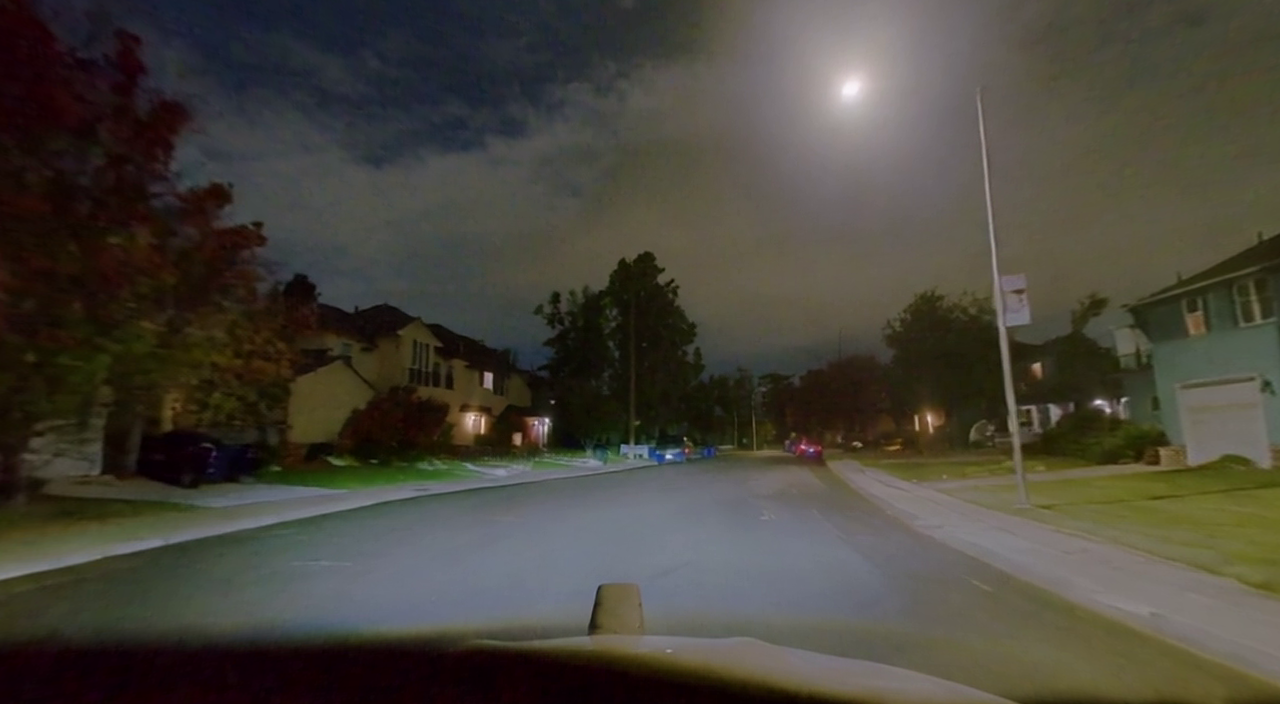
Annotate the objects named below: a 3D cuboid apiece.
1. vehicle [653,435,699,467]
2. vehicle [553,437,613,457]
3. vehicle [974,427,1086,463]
[{"bbox_3d":[2.388,6.324,40.799,2.215,1.859,4.765,-1,-7,13],"label":"vehicle"},{"bbox_3d":[-4.397,7.237,48.403,4.376,1.458,2.046,2,-7,-9],"label":"vehicle"},{"bbox_3d":[19.738,4.696,32.103,4.384,1.688,1.956,1,-8,-2],"label":"vehicle"}]
